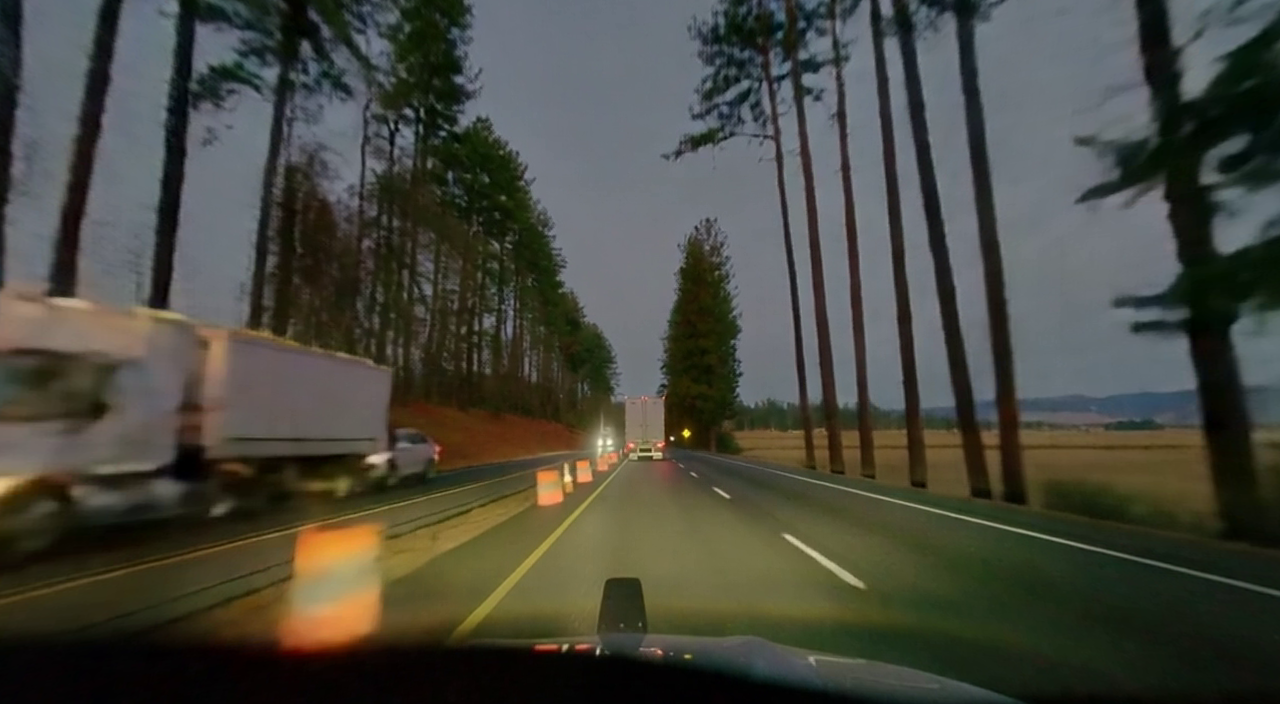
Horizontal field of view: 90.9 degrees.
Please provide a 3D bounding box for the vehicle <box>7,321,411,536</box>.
[{"bbox_3d":[-9.002,1.973,15.602,2.974,3.579,9.935,-1,-8,0],"label":"vehicle"}]

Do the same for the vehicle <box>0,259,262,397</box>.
[{"bbox_3d":[-9.040,-0.193,11.118,2.028,1.661,4.493,-2,-7,0],"label":"vehicle"}]

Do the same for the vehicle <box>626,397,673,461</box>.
[{"bbox_3d":[0.510,5.711,45.756,2.935,4.068,11.036,0,-8,-1],"label":"vehicle"}]
